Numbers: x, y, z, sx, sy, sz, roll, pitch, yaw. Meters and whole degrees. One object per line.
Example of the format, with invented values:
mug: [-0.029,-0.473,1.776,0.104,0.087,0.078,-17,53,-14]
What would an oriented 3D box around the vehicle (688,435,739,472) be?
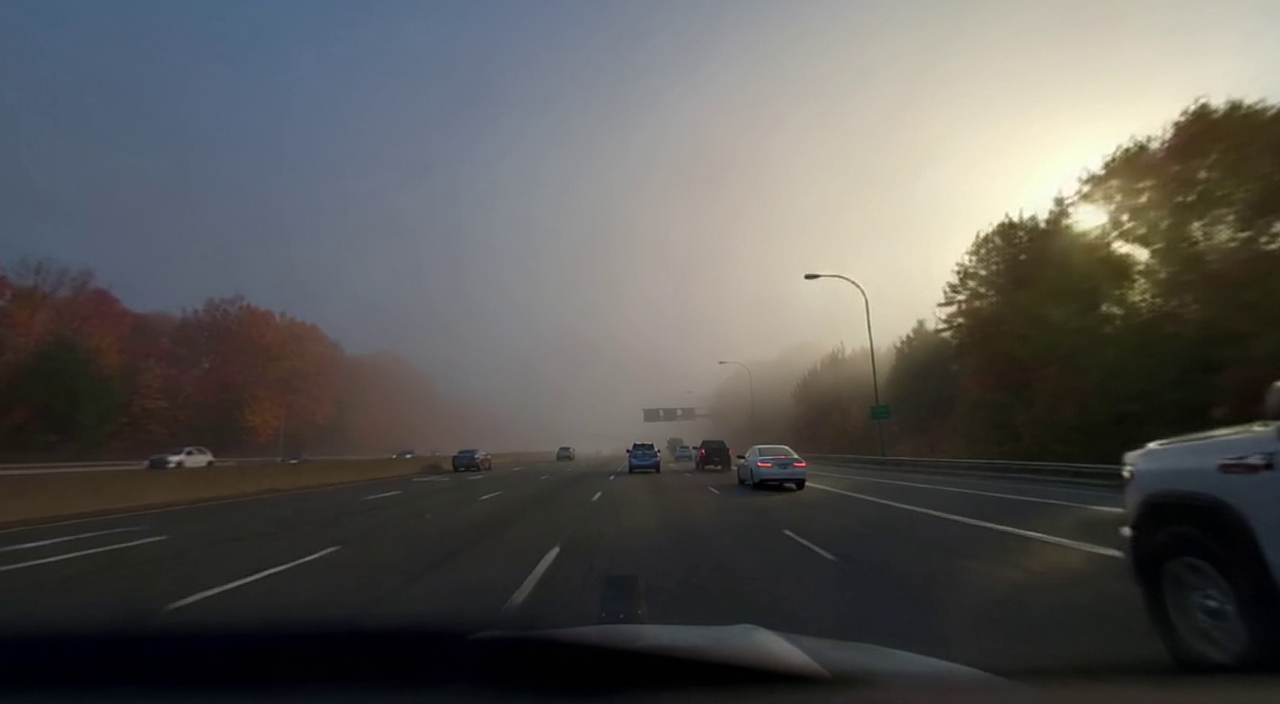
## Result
vehicle: [4.339,6.131,38.175,2.388,1.998,5.749,0,-9,0]

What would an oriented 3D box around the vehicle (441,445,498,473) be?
vehicle: [-9.756,6.149,36.348,1.989,1.529,4.433,0,-9,1]

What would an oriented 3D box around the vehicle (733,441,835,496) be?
vehicle: [4.338,3.599,19.842,2.057,1.508,4.767,0,-9,0]

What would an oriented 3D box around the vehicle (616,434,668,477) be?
vehicle: [0.111,5.101,31.251,2.372,1.957,5.121,0,-9,0]

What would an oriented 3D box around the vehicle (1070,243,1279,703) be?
vehicle: [3.862,0.296,0.478,2.521,2.101,6.467,0,-9,0]
